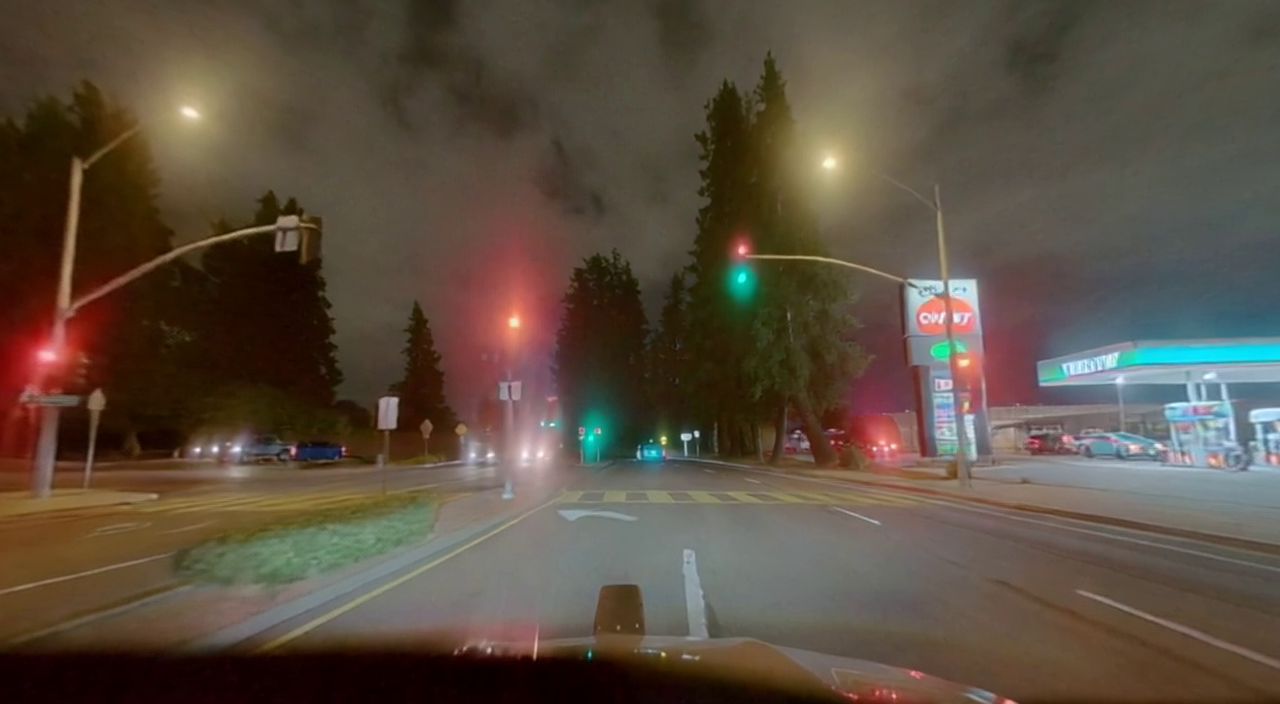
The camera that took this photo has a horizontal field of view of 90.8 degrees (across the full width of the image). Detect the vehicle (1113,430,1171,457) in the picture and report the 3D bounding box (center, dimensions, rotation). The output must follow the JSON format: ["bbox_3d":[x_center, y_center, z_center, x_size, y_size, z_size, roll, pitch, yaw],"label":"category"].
[{"bbox_3d":[31.236,5.680,39.258,4.355,1.561,2.103,8,-11,-44],"label":"vehicle"}]

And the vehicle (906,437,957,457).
[{"bbox_3d":[22.475,7.300,48.624,4.557,1.434,1.916,8,-12,-43],"label":"vehicle"}]

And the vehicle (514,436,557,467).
[{"bbox_3d":[-6.384,6.131,39.158,1.987,1.747,4.545,0,-8,-1],"label":"vehicle"}]

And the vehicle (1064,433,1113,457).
[{"bbox_3d":[29.415,6.080,41.346,1.815,1.480,4.406,-8,-12,44],"label":"vehicle"}]

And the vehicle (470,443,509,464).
[{"bbox_3d":[-11.371,7.704,48.009,1.909,1.469,4.370,0,-8,0],"label":"vehicle"}]

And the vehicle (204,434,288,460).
[{"bbox_3d":[-28.401,6.828,45.598,4.938,1.778,1.954,6,-10,-36],"label":"vehicle"}]

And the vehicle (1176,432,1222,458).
[{"bbox_3d":[33.081,5.482,37.326,1.771,1.422,3.931,-8,-11,43],"label":"vehicle"}]

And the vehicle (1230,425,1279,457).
[{"bbox_3d":[35.259,5.108,36.138,1.912,1.684,3.928,-8,-12,43],"label":"vehicle"}]
